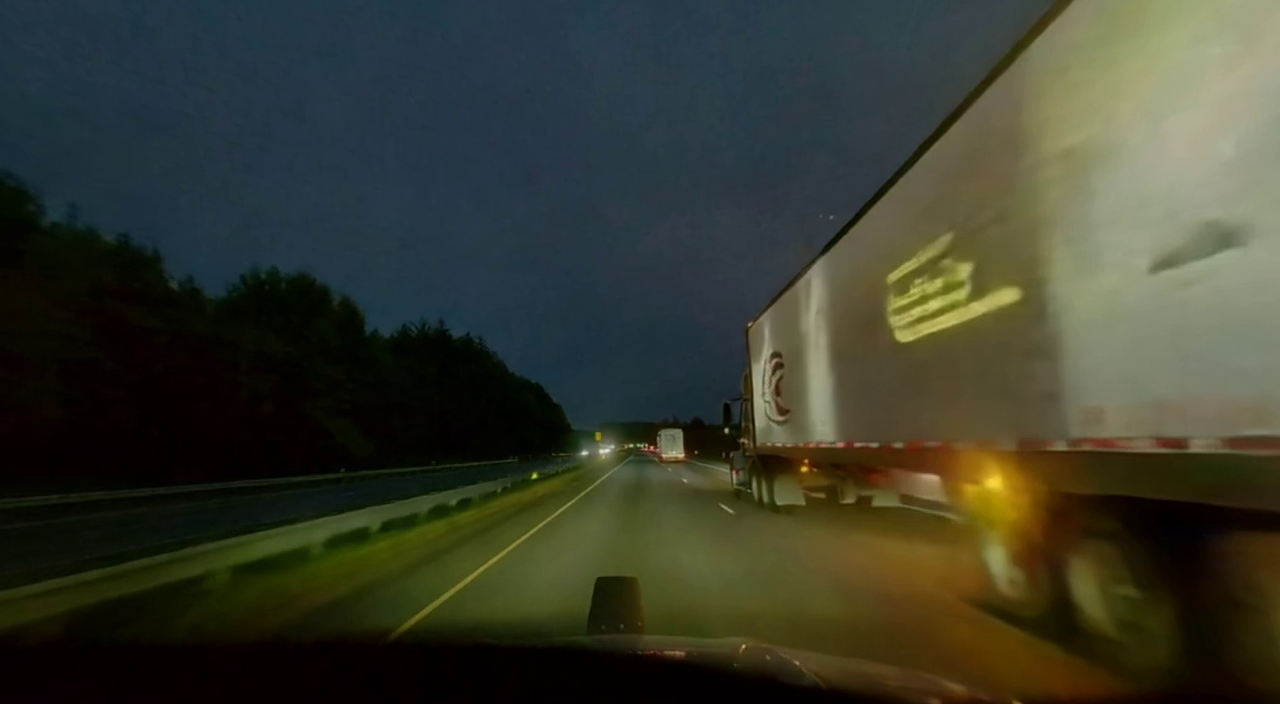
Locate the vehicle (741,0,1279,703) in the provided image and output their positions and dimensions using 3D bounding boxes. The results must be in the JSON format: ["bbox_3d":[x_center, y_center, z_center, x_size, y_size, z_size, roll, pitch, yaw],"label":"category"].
[{"bbox_3d":[4.220,0.486,8.320,3.231,4.102,14.393,0,-9,-1],"label":"vehicle"}]
